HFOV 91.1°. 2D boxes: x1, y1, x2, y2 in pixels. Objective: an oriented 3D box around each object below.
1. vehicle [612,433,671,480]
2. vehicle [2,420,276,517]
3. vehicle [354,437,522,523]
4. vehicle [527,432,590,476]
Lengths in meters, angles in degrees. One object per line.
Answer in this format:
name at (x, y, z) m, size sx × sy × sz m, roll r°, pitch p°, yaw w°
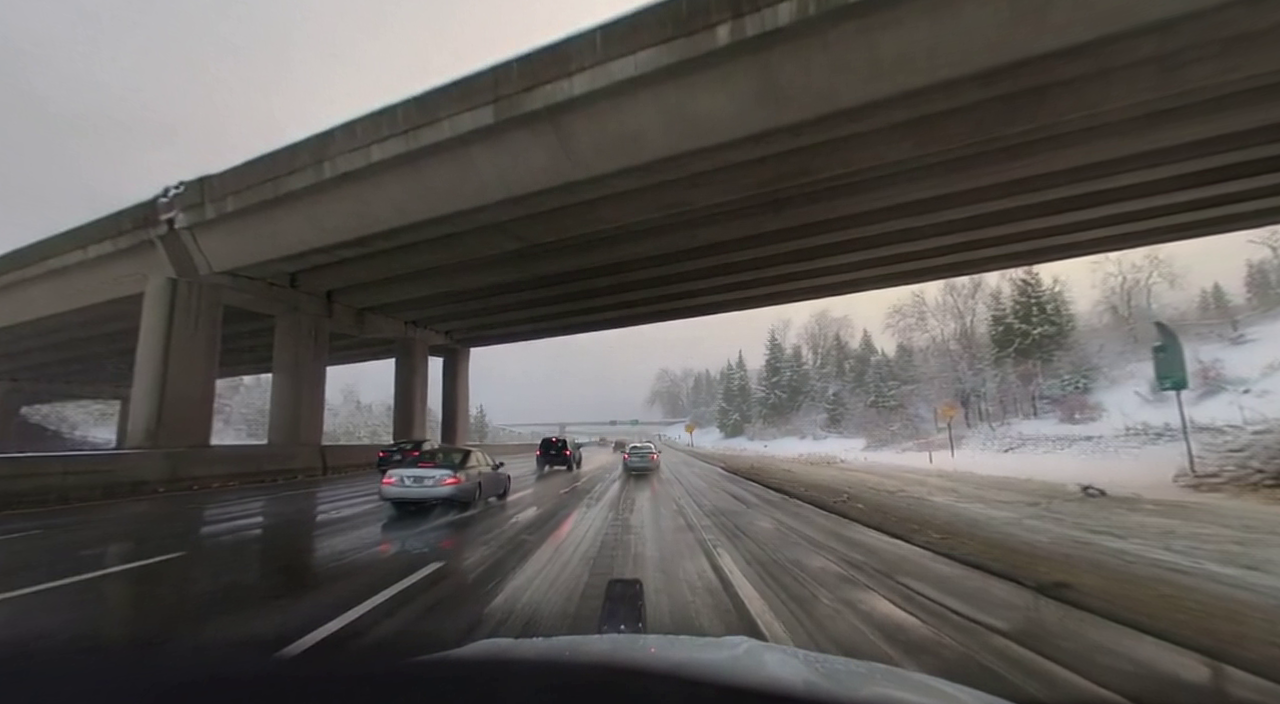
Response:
vehicle at (0.049, 4.146, 25.206) m, size 2.160 × 1.678 × 4.178 m, roll 0°, pitch -8°, yaw 0°
vehicle at (-10.994, 2.577, 14.480) m, size 2.119 × 1.816 × 5.019 m, roll 0°, pitch -8°, yaw 0°
vehicle at (-3.981, 2.580, 13.323) m, size 1.997 × 1.490 × 4.471 m, roll 0°, pitch -8°, yaw 1°
vehicle at (-3.663, 4.668, 29.069) m, size 2.237 × 1.841 × 4.683 m, roll 0°, pitch -8°, yaw 1°
